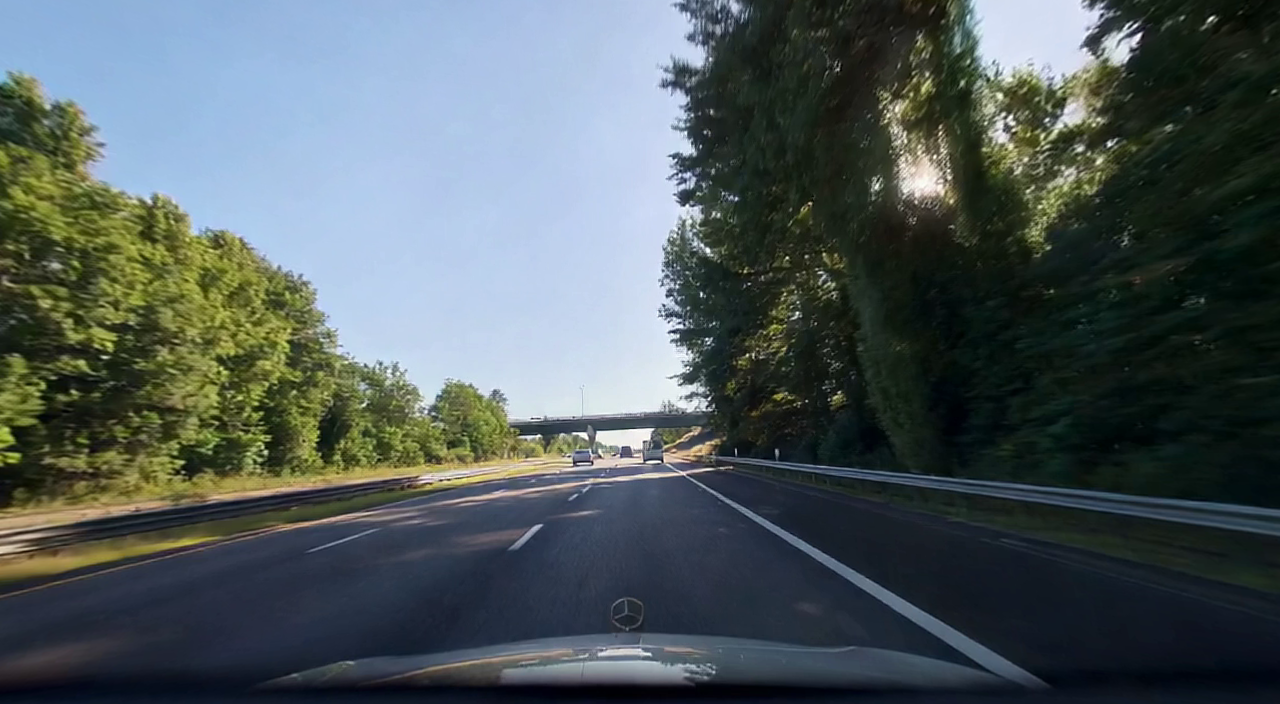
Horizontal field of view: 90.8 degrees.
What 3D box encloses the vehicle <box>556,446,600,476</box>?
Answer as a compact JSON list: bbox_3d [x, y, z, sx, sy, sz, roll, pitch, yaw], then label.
[{"bbox_3d":[-3.465,6.169,35.906,2.049,1.575,4.019,0,-9,0],"label":"vehicle"}]
